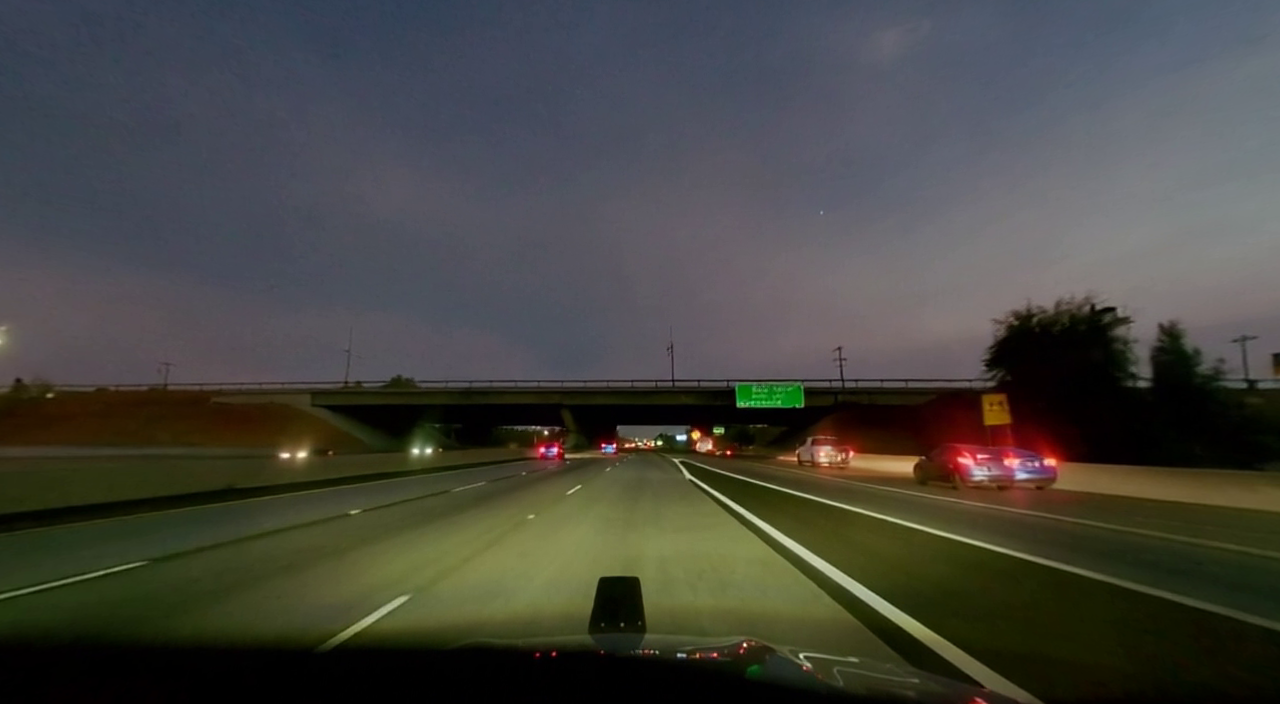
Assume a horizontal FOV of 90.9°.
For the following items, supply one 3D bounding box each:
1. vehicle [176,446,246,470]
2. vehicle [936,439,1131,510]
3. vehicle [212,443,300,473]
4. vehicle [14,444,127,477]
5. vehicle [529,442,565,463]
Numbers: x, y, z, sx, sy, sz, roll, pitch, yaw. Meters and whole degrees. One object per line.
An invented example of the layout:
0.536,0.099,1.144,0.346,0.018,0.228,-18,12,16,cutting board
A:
-31.933,7.869,47.143,1.884,1.678,4.414,-1,-8,4,vehicle
9.488,2.953,15.732,2.000,1.515,4.188,0,-8,-3,vehicle
-21.477,5.928,35.518,1.991,1.538,4.561,0,-8,1,vehicle
-36.047,6.853,40.181,2.029,1.911,5.328,-1,-8,3,vehicle
-7.062,7.677,48.316,1.987,1.486,4.174,0,-8,1,vehicle
